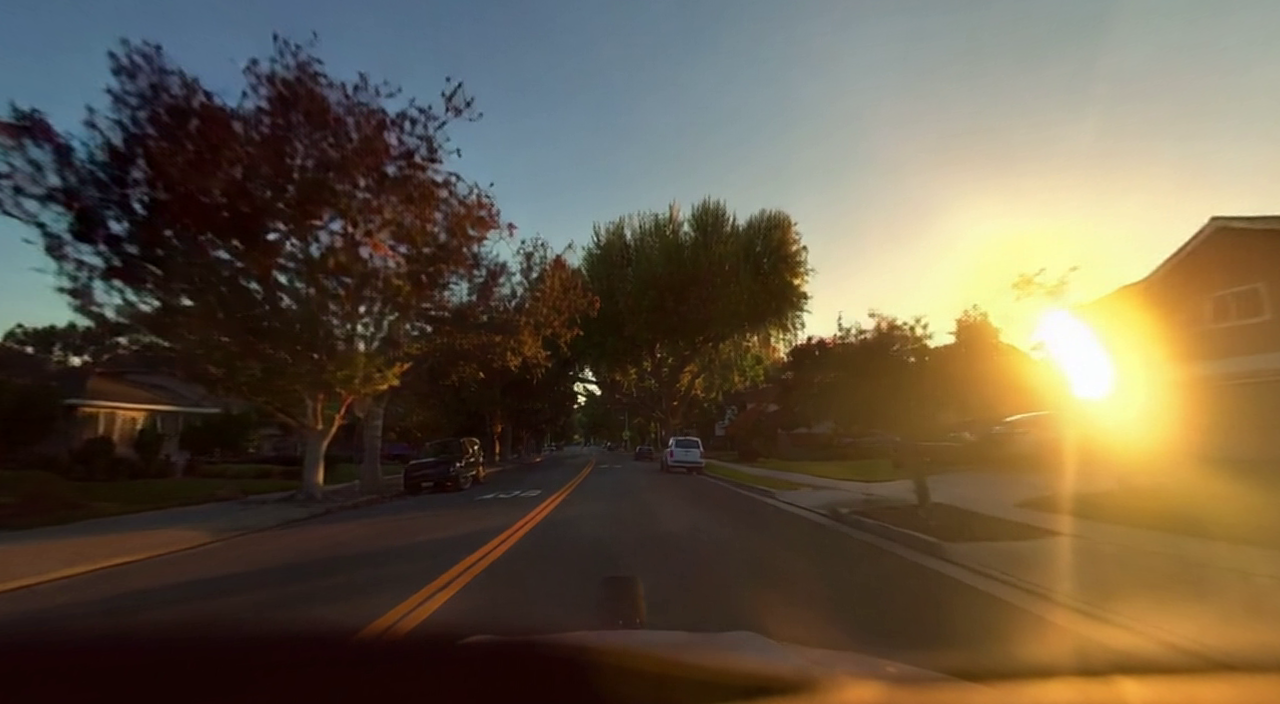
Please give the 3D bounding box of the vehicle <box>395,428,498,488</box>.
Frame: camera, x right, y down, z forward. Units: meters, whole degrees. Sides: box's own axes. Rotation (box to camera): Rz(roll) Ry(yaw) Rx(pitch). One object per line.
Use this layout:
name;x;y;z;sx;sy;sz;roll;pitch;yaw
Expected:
vehicle;-6.682;3.764;22.563;2.102;1.801;5.574;-1;-9;-2

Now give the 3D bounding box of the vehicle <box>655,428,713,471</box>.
vehicle;1.831;4.243;27.821;2.007;1.702;4.430;-1;-8;-3

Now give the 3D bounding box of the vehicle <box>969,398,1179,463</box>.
vehicle;13.269;2.449;19.592;4.938;1.830;2.024;-1;-8;0

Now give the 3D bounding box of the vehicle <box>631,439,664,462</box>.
vehicle;0.503;7.308;47.056;1.988;1.618;4.567;0;-8;-5

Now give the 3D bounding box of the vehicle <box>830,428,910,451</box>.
vehicle;15.160;5.768;41.818;4.560;1.350;1.882;-2;-7;1
